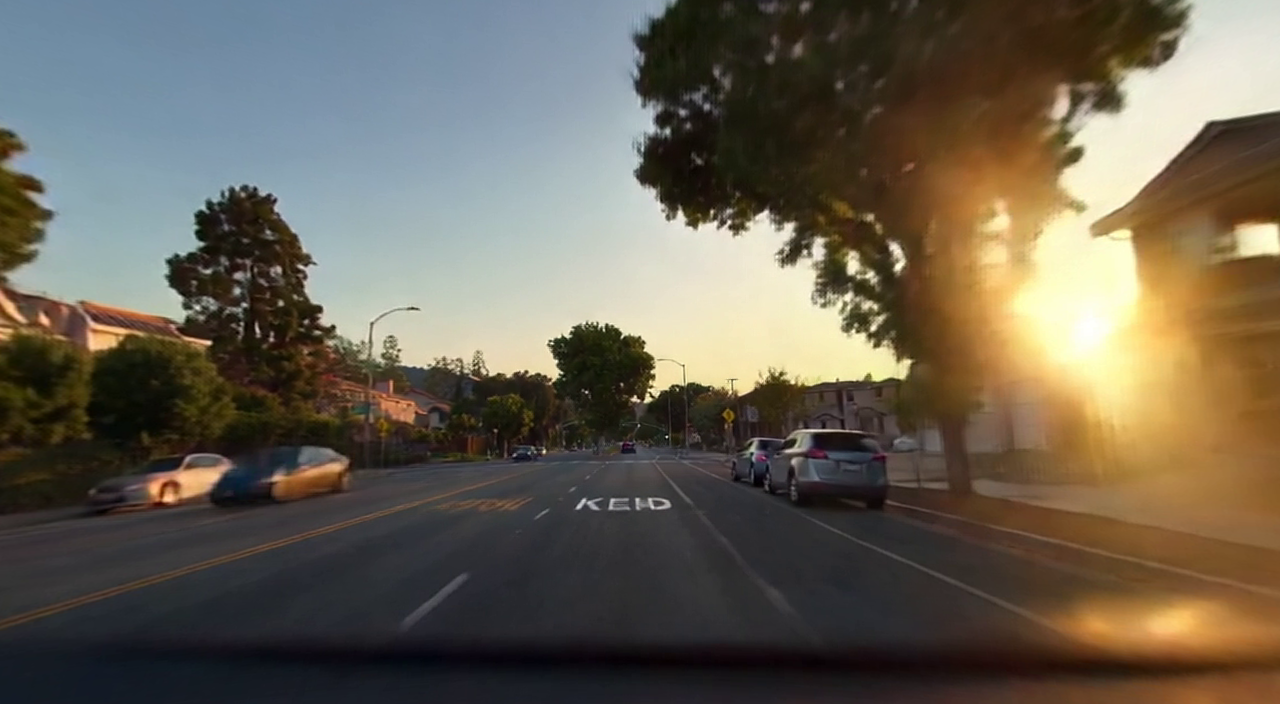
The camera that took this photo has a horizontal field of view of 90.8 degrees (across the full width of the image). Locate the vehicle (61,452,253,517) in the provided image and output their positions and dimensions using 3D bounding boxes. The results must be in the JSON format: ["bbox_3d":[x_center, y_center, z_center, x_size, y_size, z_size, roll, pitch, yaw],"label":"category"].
[{"bbox_3d":[-14.046,3.839,18.850,1.983,1.608,4.699,0,-8,0],"label":"vehicle"}]

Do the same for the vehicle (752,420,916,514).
[{"bbox_3d":[4.075,2.515,14.352,2.220,1.752,4.782,0,-8,0],"label":"vehicle"}]

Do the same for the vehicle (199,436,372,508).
[{"bbox_3d":[-9.681,3.282,17.834,2.252,1.737,4.544,0,-8,0],"label":"vehicle"}]
